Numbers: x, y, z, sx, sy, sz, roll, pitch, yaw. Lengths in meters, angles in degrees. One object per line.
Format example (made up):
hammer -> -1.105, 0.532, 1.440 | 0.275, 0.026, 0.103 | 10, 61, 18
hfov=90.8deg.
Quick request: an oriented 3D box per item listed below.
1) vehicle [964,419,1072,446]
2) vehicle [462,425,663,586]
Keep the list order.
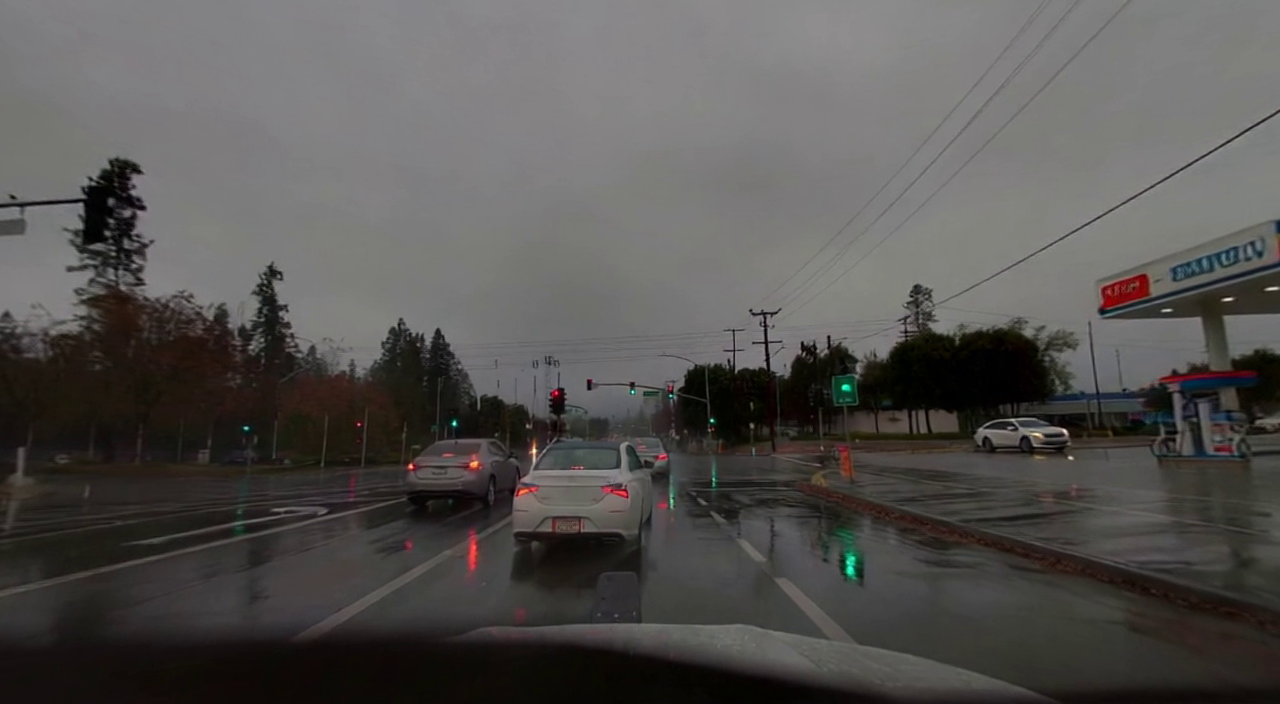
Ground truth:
vehicle -> 21.699, 4.652, 36.397 | 4.874, 1.502, 2.048 | 0, -8, 1
vehicle -> -0.661, 1.791, 8.299 | 1.916, 1.510, 4.447 | 0, -8, 2
